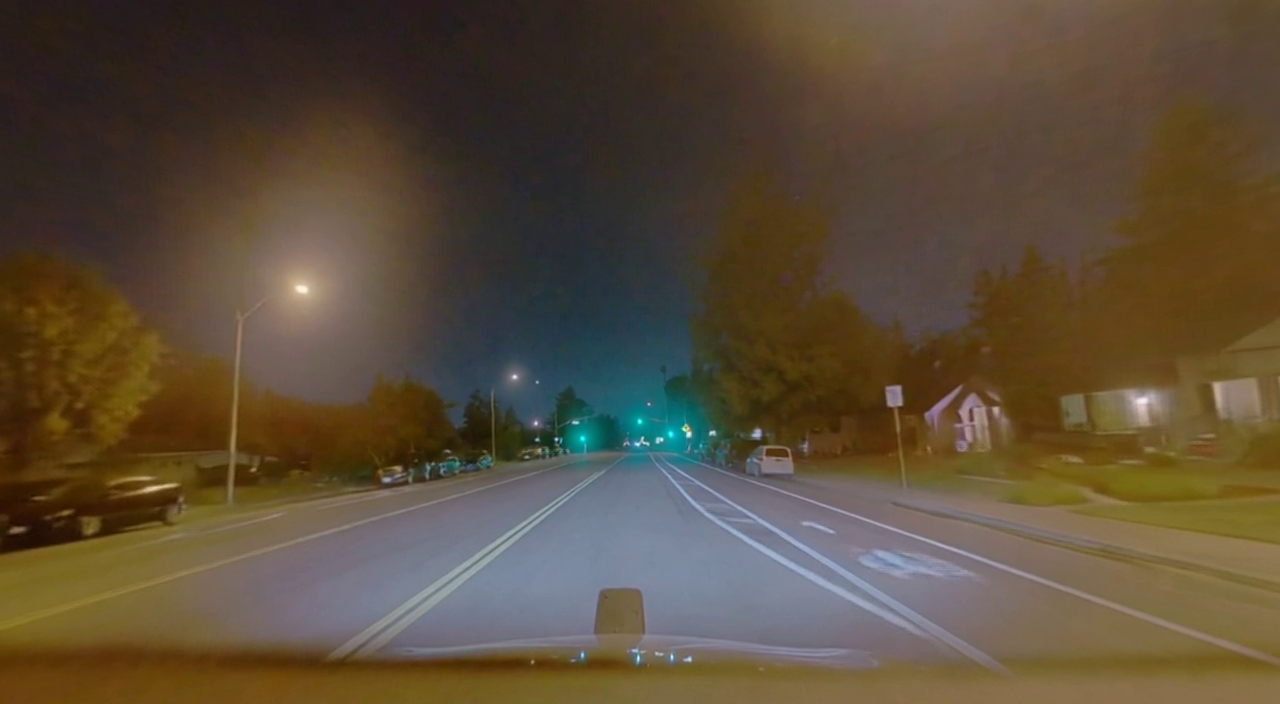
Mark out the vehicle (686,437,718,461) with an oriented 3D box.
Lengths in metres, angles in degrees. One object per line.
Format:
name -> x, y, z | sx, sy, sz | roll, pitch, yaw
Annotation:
vehicle -> 4.695, 7.395, 48.331 | 1.919, 1.698, 4.747 | 0, -8, 0

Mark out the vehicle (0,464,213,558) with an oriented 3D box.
vehicle -> -12.162, 3.475, 14.273 | 1.872, 1.472, 4.719 | -7, -8, -2

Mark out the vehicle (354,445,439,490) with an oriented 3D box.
vehicle -> -12.215, 5.800, 32.111 | 2.156, 1.935, 5.464 | -4, -9, 0

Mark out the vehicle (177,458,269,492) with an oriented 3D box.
vehicle -> -21.974, 6.473, 33.505 | 1.823, 1.595, 4.174 | -1, -8, 3

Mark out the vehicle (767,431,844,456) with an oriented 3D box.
vehicle -> 11.130, 6.221, 42.780 | 4.622, 1.595, 2.105 | -1, -8, 3

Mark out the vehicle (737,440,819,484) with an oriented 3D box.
vehicle -> 4.992, 4.044, 23.541 | 1.923, 1.454, 4.460 | 0, -8, -2
